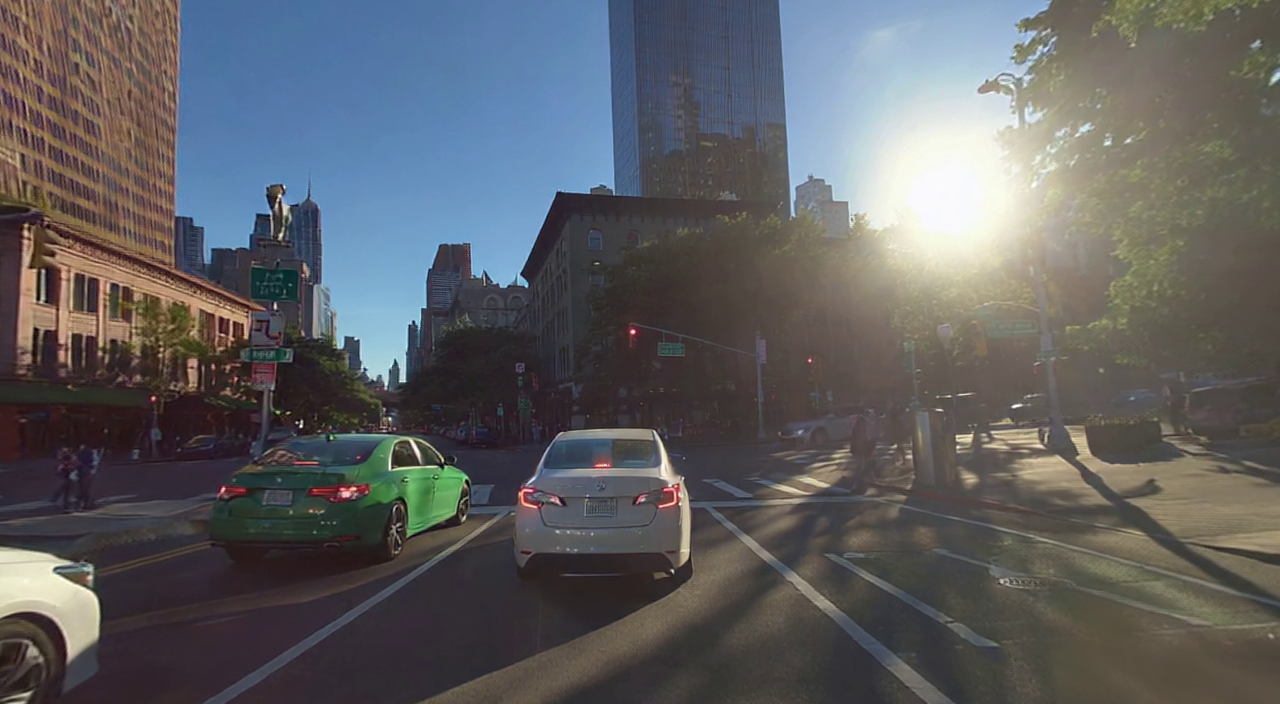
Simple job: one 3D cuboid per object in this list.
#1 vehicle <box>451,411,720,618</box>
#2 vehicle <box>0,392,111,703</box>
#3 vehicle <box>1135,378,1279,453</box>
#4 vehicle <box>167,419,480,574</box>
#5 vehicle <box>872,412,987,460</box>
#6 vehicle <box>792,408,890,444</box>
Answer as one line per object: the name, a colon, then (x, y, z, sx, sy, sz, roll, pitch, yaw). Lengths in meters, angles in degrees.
vehicle: (-0.423, 1.501, 6.729, 1.999, 1.520, 3.896, 0, -8, -1)
vehicle: (-3.920, 0.705, 1.186, 1.995, 1.524, 4.438, 0, -8, 0)
vehicle: (21.622, 2.356, 22.887, 5.863, 2.493, 2.354, 2, -9, -12)
vehicle: (-3.696, 1.756, 8.472, 1.934, 1.522, 4.287, 0, -8, 0)
vehicle: (10.992, 3.199, 23.900, 4.392, 1.667, 1.958, 6, -10, -35)
vehicle: (10.465, 3.923, 32.947, 4.657, 1.769, 1.979, 4, -9, -24)
